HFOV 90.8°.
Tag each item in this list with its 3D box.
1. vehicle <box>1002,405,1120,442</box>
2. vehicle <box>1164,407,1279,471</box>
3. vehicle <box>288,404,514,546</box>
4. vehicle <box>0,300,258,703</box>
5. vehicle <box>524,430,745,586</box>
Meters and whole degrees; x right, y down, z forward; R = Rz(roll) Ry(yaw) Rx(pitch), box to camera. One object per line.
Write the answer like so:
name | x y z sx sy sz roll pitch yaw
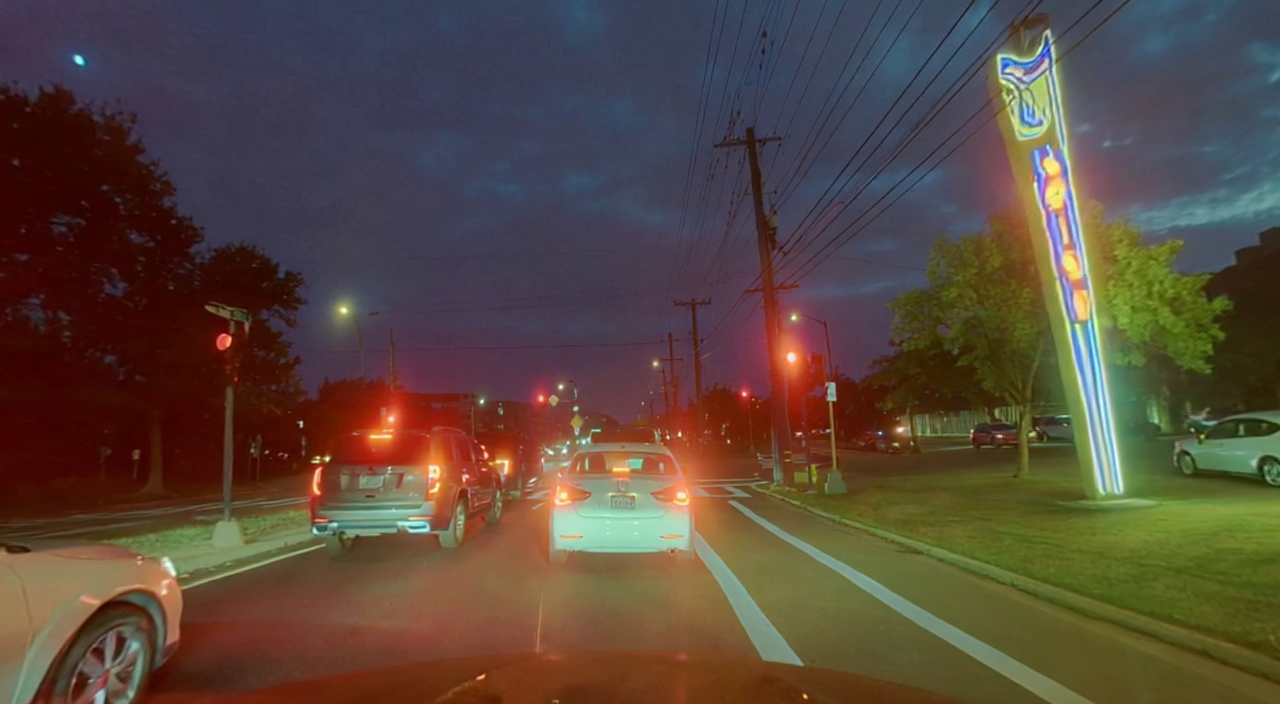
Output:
vehicle | 26.888 4.630 40.508 5.782 2.286 2.223 -1 -9 5
vehicle | 17.018 2.542 18.268 1.858 1.622 4.491 -5 -10 28
vehicle | -3.847 2.086 11.367 2.147 1.963 4.927 0 -8 -1
vehicle | -3.590 0.630 1.521 2.085 1.943 5.053 0 -8 1
vehicle | -0.106 1.800 8.138 2.121 1.474 3.968 0 -8 -2
